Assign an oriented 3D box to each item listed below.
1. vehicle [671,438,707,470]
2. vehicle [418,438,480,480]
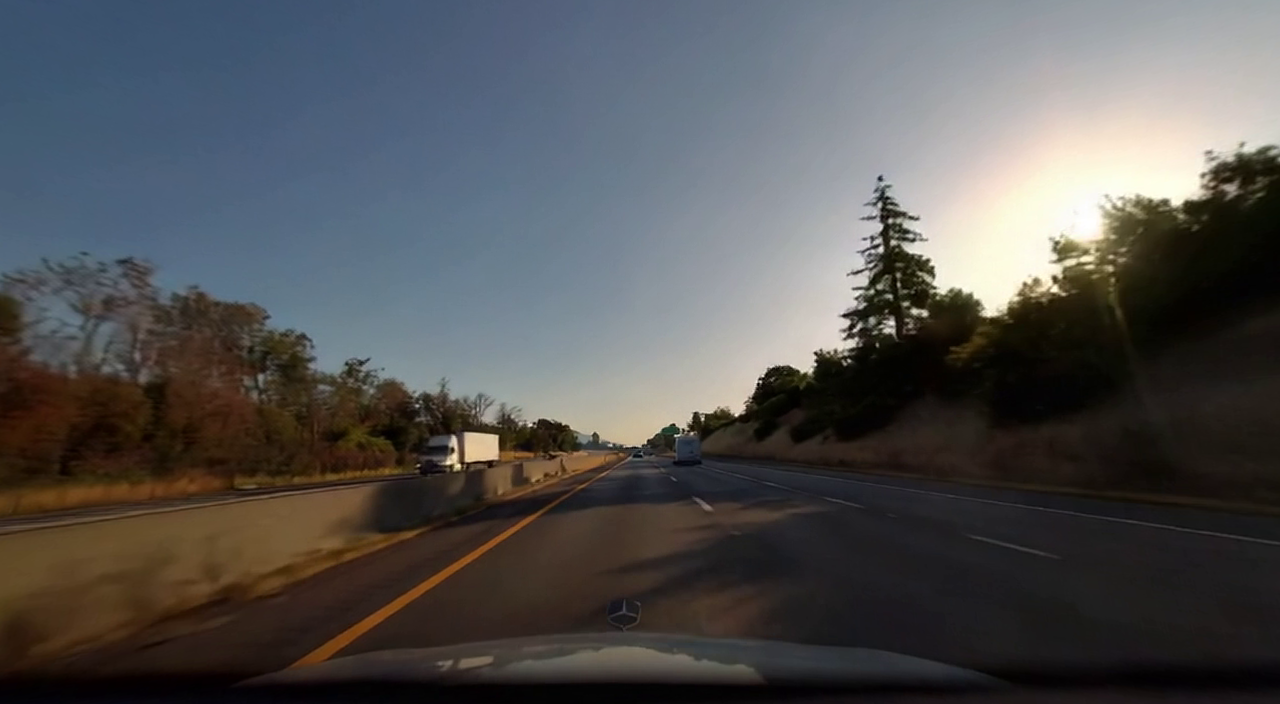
[{"bbox_3d":[3.693,7.862,48.784,2.242,2.285,5.015,0,-9,-2],"label":"vehicle"},{"bbox_3d":[-12.032,6.784,40.147,2.273,2.442,5.112,0,-9,1],"label":"vehicle"}]
